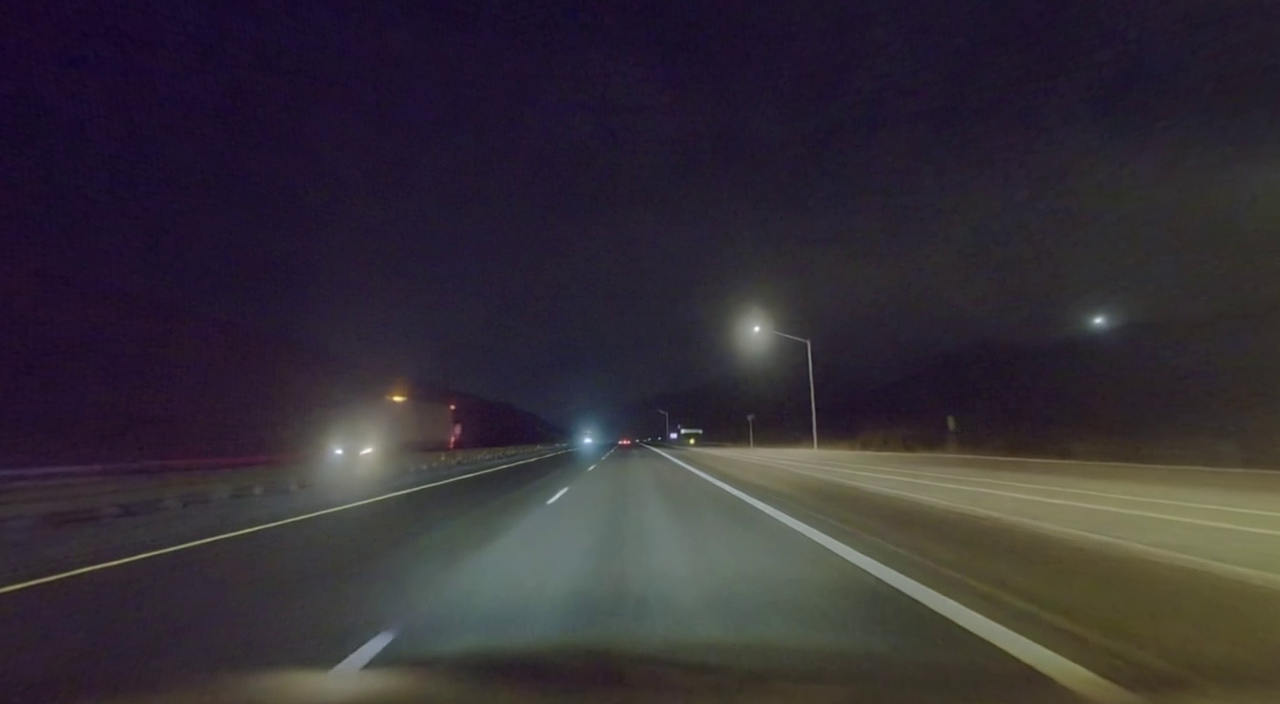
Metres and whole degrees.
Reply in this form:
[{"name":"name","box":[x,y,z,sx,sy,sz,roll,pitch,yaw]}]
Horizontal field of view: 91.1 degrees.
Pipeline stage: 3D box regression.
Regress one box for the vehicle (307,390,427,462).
[{"name":"vehicle","box":[-17.465,4.975,41.481,3.032,4.098,11.458,0,-8,-1]}]
